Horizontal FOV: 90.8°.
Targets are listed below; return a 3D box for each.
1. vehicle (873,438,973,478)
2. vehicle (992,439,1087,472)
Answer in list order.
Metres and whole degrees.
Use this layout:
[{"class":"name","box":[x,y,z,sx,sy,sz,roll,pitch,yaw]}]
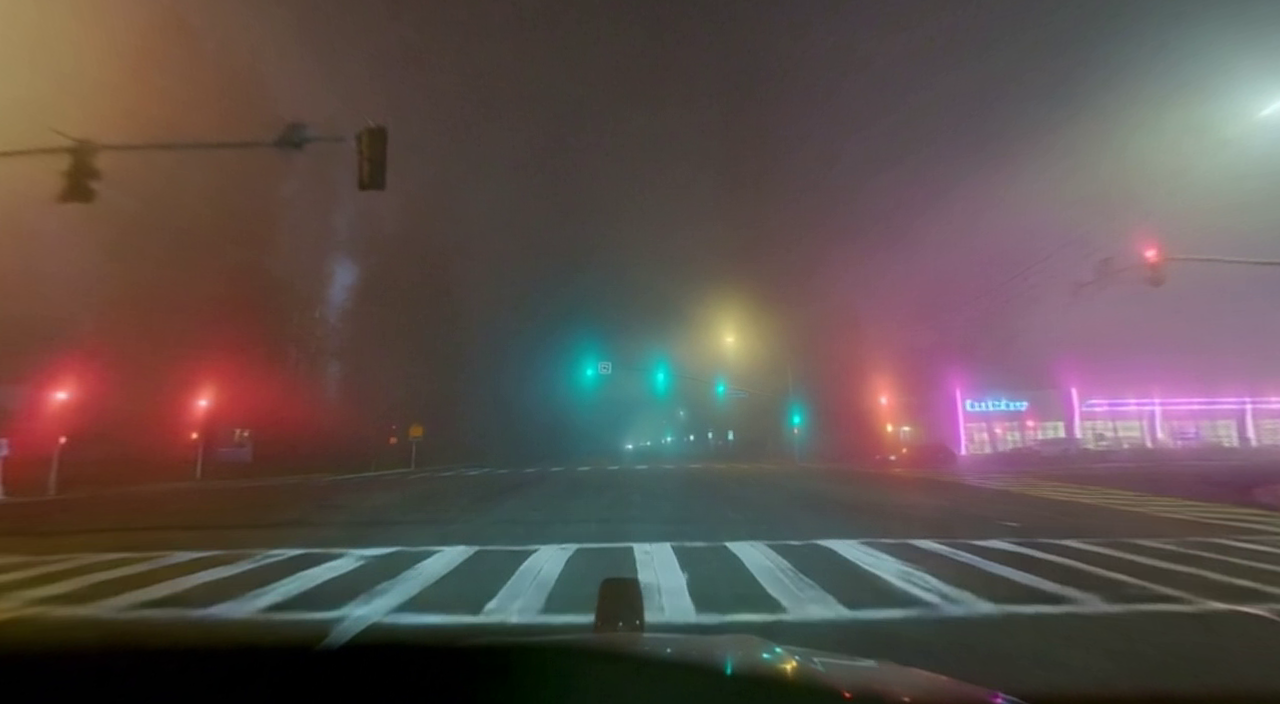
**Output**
[{"class":"vehicle","box":[12.737,4.753,28.443,3.780,1.496,1.867,0,-8,-22]},{"class":"vehicle","box":[19.364,5.012,30.601,3.942,1.505,1.848,4,-9,-23]}]
